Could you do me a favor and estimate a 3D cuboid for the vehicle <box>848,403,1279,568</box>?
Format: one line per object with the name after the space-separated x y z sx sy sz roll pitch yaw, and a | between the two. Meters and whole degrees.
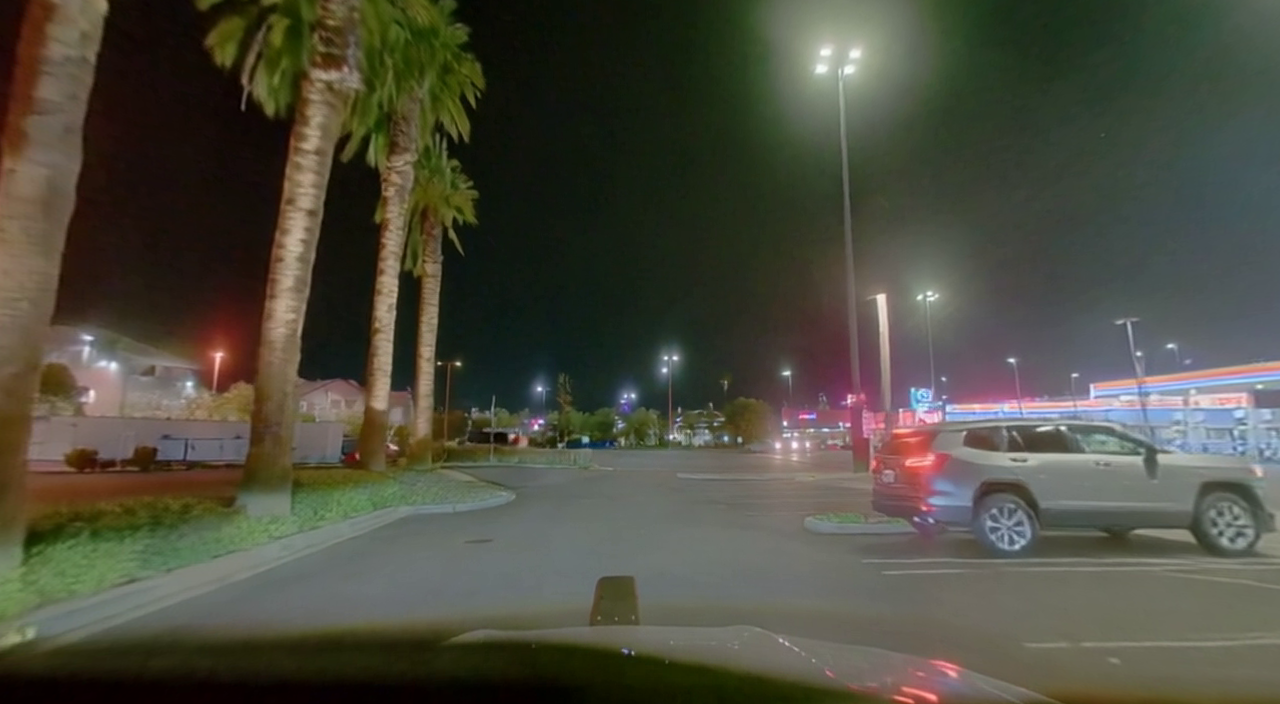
5.434 1.654 8.325 4.560 1.818 2.148 0 -8 -4 | vehicle
